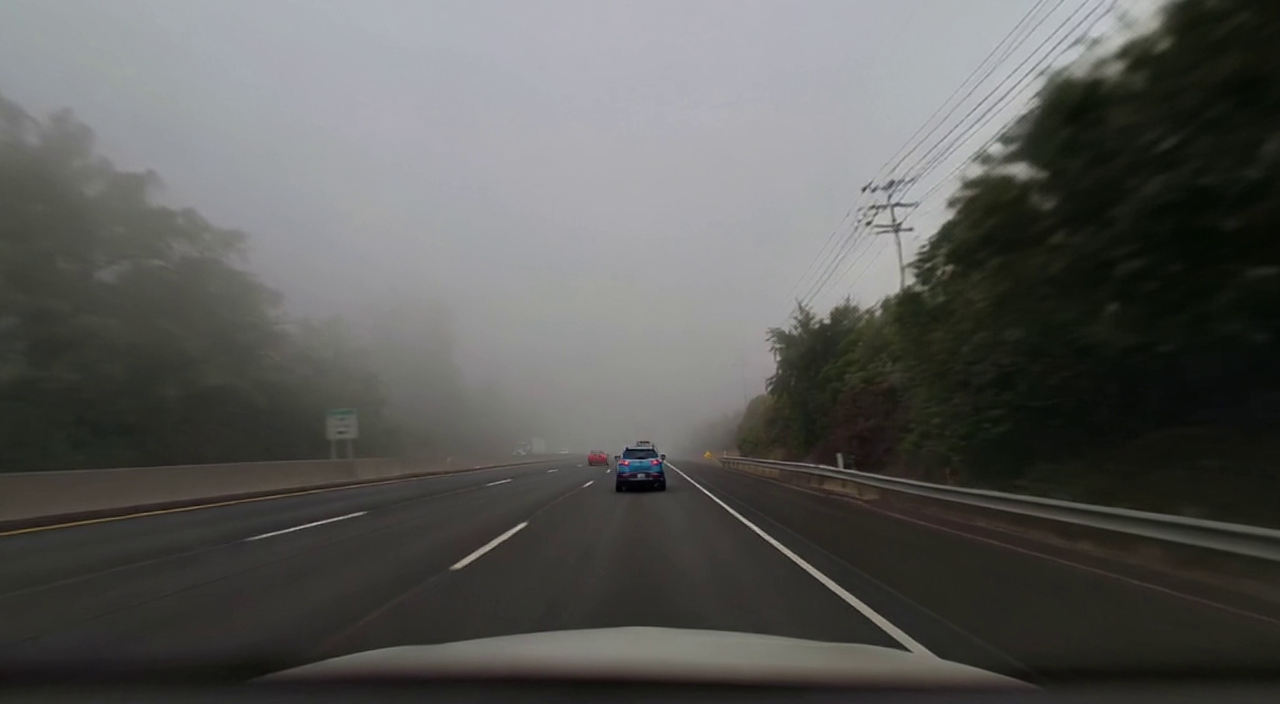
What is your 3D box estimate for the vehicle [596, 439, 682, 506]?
[{"bbox_3d":[-0.062,3.103,16.628,1.966,1.499,4.298,0,-9,-1],"label":"vehicle"}]
